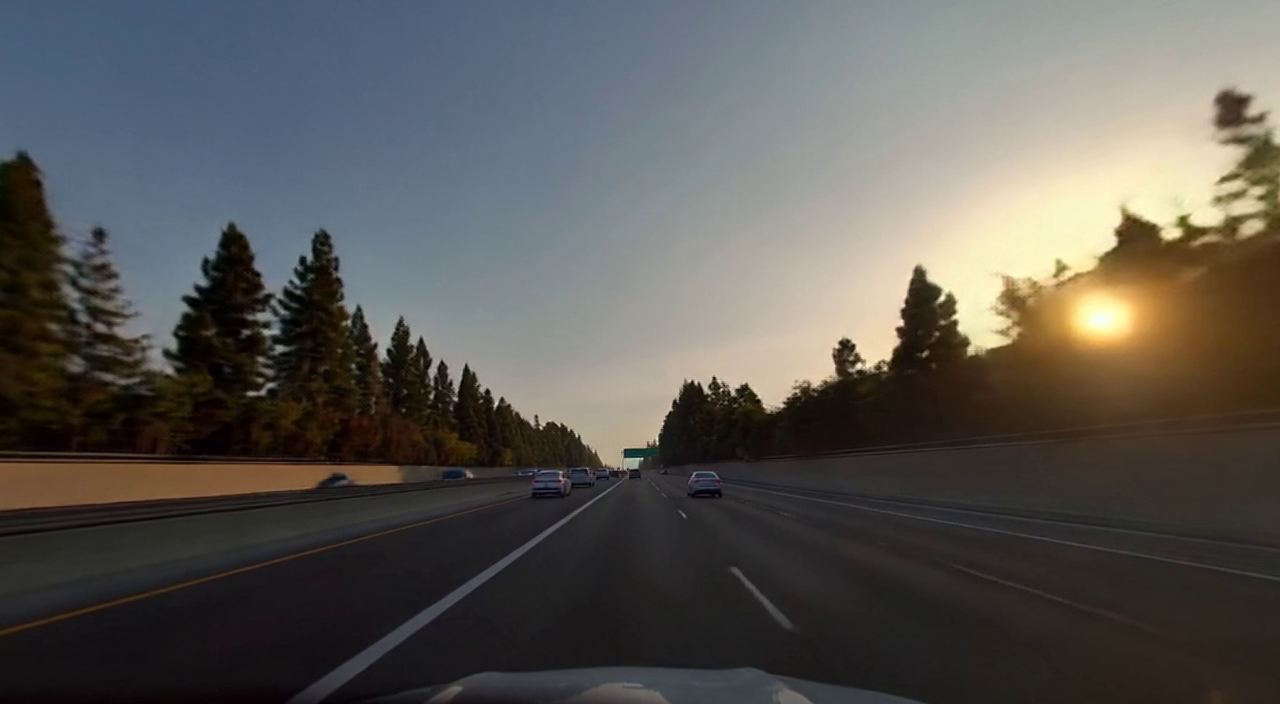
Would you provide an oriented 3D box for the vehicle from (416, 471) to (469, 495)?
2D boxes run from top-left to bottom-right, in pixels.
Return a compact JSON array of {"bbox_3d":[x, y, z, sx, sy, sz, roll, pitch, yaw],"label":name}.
[{"bbox_3d":[-12.760,8.494,41.051,1.913,1.435,4.527,0,-10,1],"label":"vehicle"}]

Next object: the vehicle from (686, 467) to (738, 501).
[{"bbox_3d":[3.427,6.419,30.833,1.981,1.516,4.109,1,-10,-1],"label":"vehicle"}]

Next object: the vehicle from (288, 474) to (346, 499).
[{"bbox_3d":[-20.615,8.609,40.386,1.698,1.451,3.764,0,-10,0],"label":"vehicle"}]

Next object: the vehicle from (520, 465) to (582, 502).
[{"bbox_3d":[-3.896,5.872,28.434,2.004,1.468,4.812,0,-10,0],"label":"vehicle"}]
